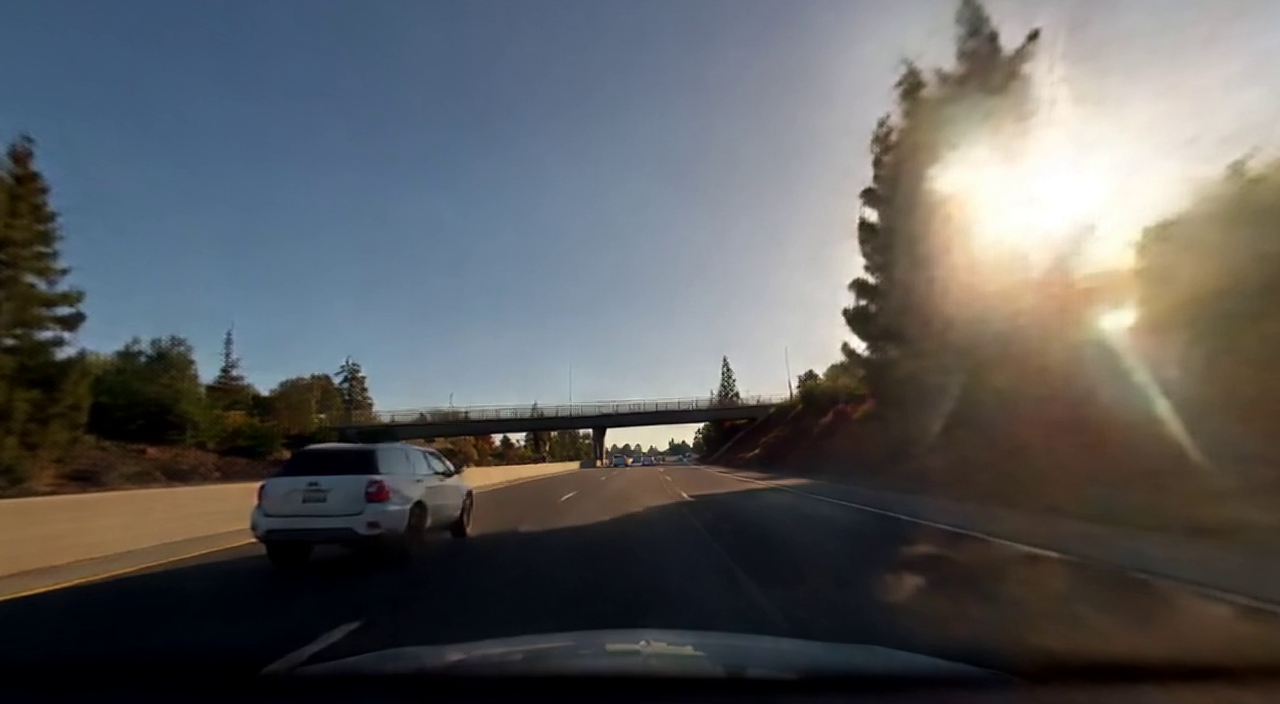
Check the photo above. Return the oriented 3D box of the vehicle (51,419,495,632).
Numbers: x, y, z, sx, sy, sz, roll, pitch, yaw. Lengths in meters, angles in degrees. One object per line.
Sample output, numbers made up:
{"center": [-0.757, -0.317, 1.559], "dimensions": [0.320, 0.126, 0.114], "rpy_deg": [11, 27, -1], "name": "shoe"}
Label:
{"center": [-3.409, 1.727, 7.355], "dimensions": [2.274, 1.628, 4.807], "rpy_deg": [0, -9, 0], "name": "vehicle"}
